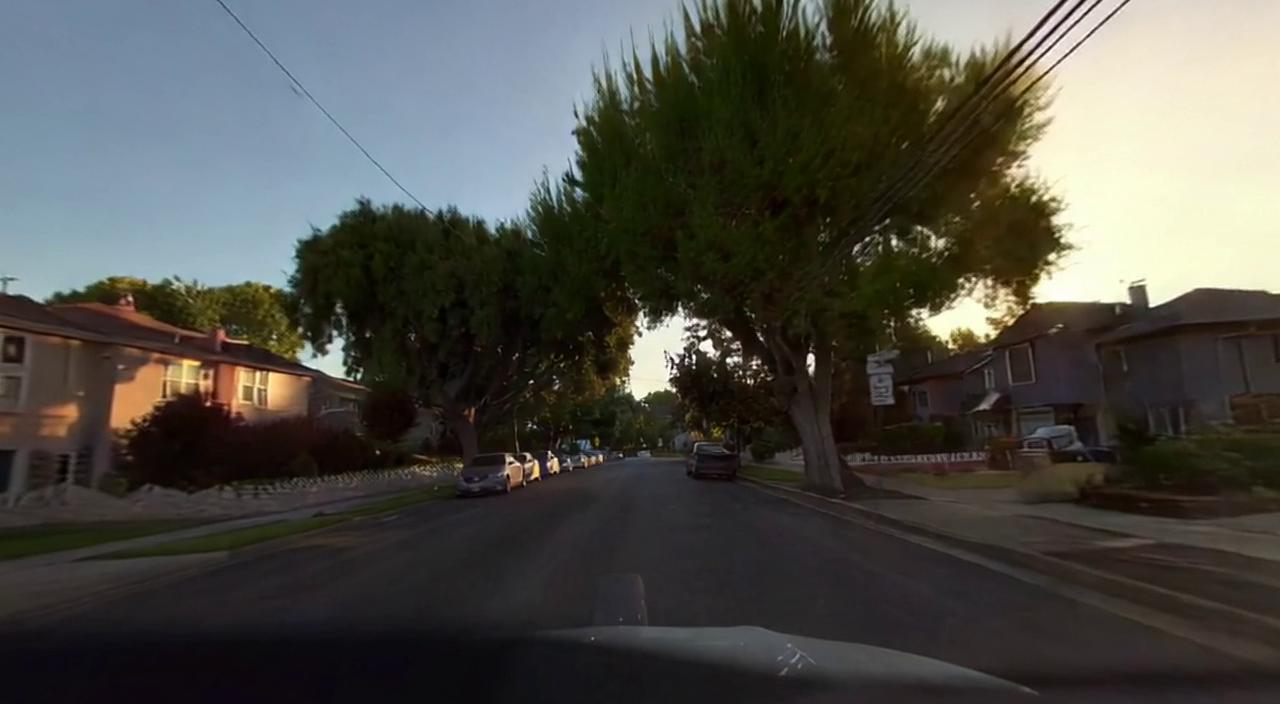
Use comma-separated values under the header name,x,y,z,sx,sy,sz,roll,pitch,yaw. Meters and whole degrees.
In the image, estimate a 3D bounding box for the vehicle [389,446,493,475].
name,x,y,z,sx,sy,sz,roll,pitch,yaw
vehicle,-13.370,7.336,42.736,6.224,1.862,2.312,0,-9,0

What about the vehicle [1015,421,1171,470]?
name,x,y,z,sx,sy,sz,roll,pitch,yaw
vehicle,17.315,3.620,24.342,4.268,1.788,2.156,0,-9,0

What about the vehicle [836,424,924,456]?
name,x,y,z,sx,sy,sz,roll,pitch,yaw
vehicle,15.132,5.595,40.046,4.612,1.916,2.159,0,-9,-2

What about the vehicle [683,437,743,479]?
name,x,y,z,sx,sy,sz,roll,pitch,yaw
vehicle,3.705,5.540,33.345,2.407,1.948,6.408,0,-9,0

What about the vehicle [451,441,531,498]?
name,x,y,z,sx,sy,sz,roll,pitch,yaw
vehicle,-5.909,4.642,25.630,2.050,1.911,4.852,-3,-8,0
